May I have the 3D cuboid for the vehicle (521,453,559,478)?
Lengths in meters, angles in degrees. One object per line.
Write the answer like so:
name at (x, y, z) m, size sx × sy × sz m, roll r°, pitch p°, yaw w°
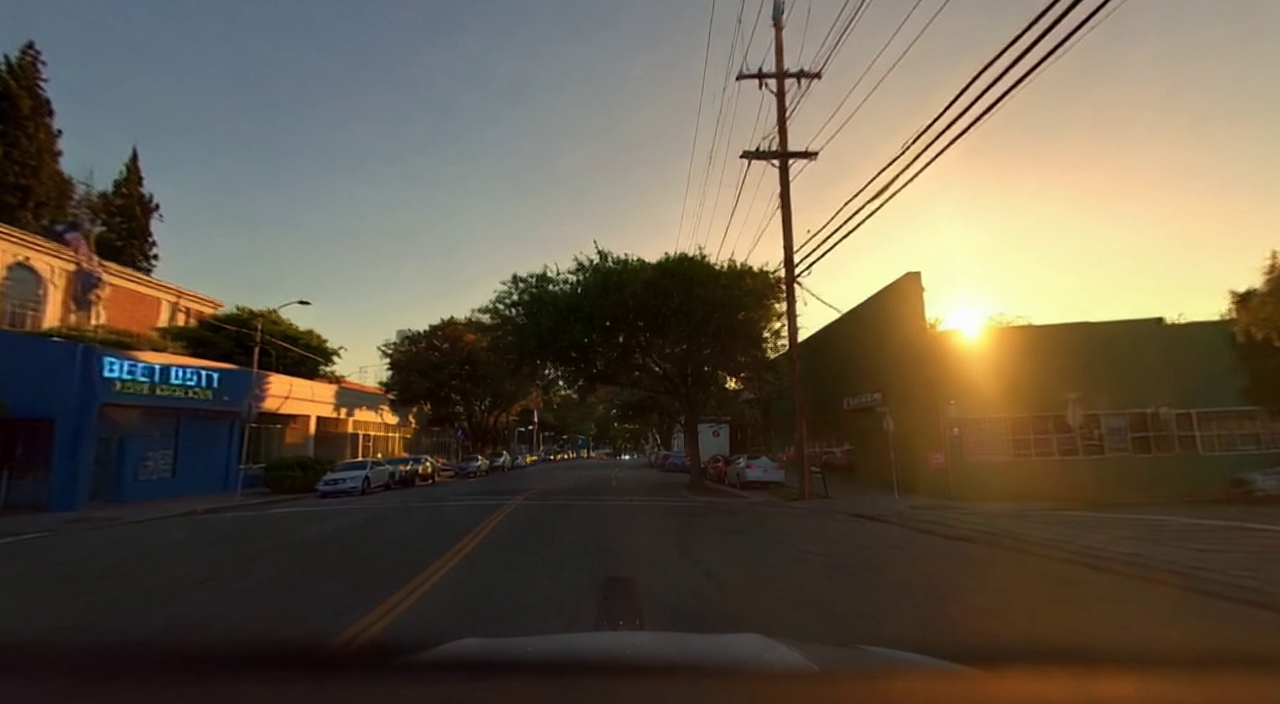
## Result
vehicle at (-6.580, 7.520, 42.077) m, size 1.845 × 1.469 × 4.413 m, roll 0°, pitch -9°, yaw -1°

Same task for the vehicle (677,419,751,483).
vehicle at (3.982, 5.605, 35.876) m, size 2.815 × 3.203 × 7.558 m, roll 1°, pitch -9°, yaw -3°

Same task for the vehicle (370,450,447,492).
vehicle at (-11.430, 5.863, 31.569) m, size 2.072 × 1.818 × 4.951 m, roll -3°, pitch -9°, yaw -1°

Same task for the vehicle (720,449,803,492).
vehicle at (5.086, 5.029, 27.155) m, size 1.963 × 1.646 × 4.204 m, roll 2°, pitch -9°, yaw -12°

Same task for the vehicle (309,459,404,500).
vehicle at (-11.434, 5.157, 25.869) m, size 1.978 × 1.452 × 4.263 m, roll 0°, pitch -9°, yaw -1°

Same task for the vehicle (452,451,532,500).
vehicle at (-5.062, 4.252, 22.216) m, size 2.050 × 1.505 × 4.219 m, roll 1°, pitch -9°, yaw -4°
